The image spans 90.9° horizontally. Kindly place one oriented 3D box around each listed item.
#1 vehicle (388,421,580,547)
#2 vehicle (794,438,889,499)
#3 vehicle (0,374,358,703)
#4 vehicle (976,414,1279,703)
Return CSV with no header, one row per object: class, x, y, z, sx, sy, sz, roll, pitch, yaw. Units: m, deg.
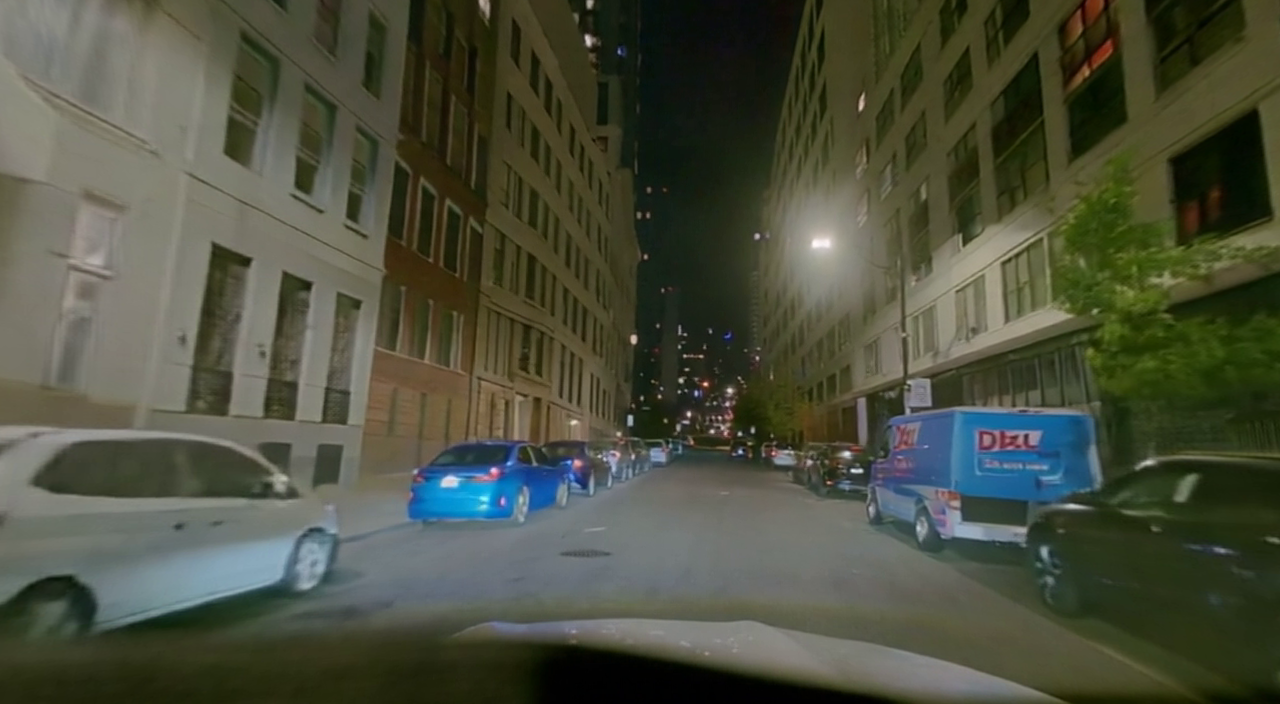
vehicle,-2.362,2.026,10.691,1.867,1.519,3.920,1,-4,6
vehicle,5.694,3.277,18.249,1.896,1.549,3.845,-1,-8,7
vehicle,-3.552,1.073,3.988,1.875,1.564,2.982,-2,-8,7
vehicle,3.984,1.164,3.786,1.834,1.508,4.743,-1,-8,7
